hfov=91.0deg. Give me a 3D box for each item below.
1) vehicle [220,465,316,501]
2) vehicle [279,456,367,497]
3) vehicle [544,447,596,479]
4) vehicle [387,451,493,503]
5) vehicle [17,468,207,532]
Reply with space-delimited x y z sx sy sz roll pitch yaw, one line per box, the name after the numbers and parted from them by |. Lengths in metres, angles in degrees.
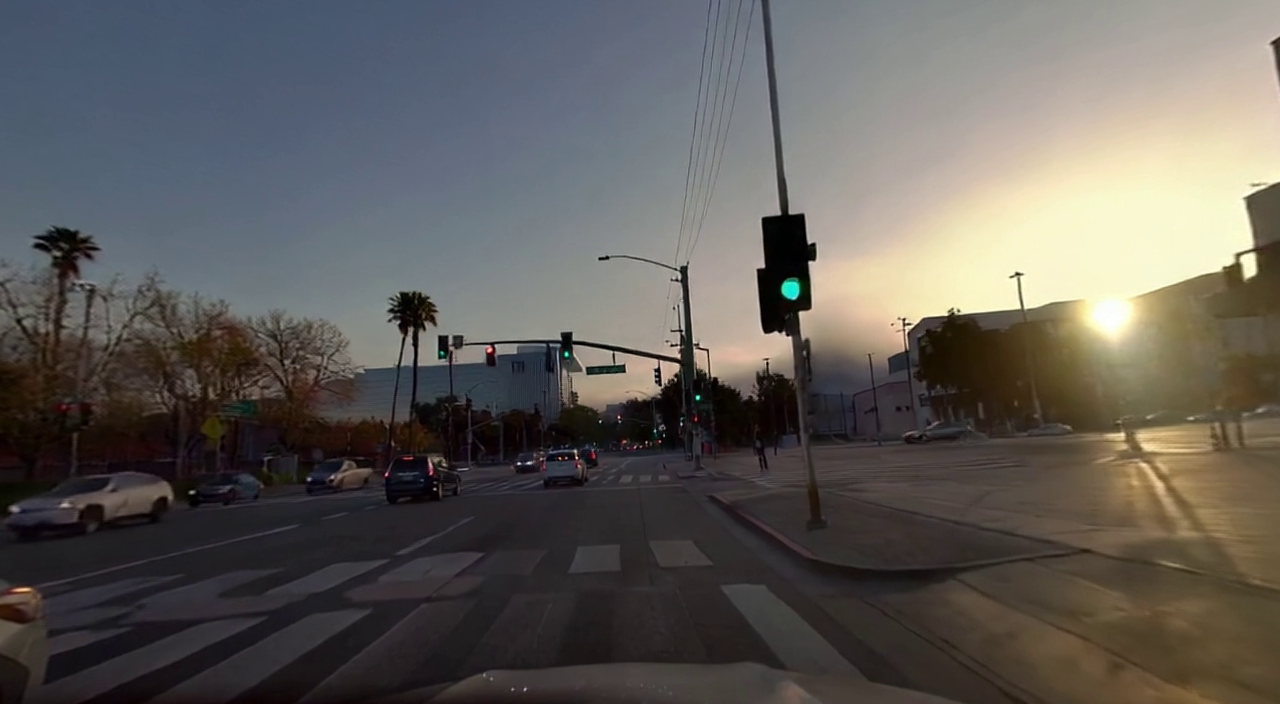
-18.715 6.584 31.955 1.861 1.493 4.754 -1 -9 1 | vehicle
-15.466 6.057 30.977 2.139 1.692 4.099 -2 -9 1 | vehicle
-3.455 5.576 31.800 2.147 1.472 4.406 0 -9 0 | vehicle
-6.442 4.048 20.856 1.960 1.479 4.654 0 -9 0 | vehicle
-15.467 4.306 18.850 1.955 1.500 4.458 0 -9 -3 | vehicle
